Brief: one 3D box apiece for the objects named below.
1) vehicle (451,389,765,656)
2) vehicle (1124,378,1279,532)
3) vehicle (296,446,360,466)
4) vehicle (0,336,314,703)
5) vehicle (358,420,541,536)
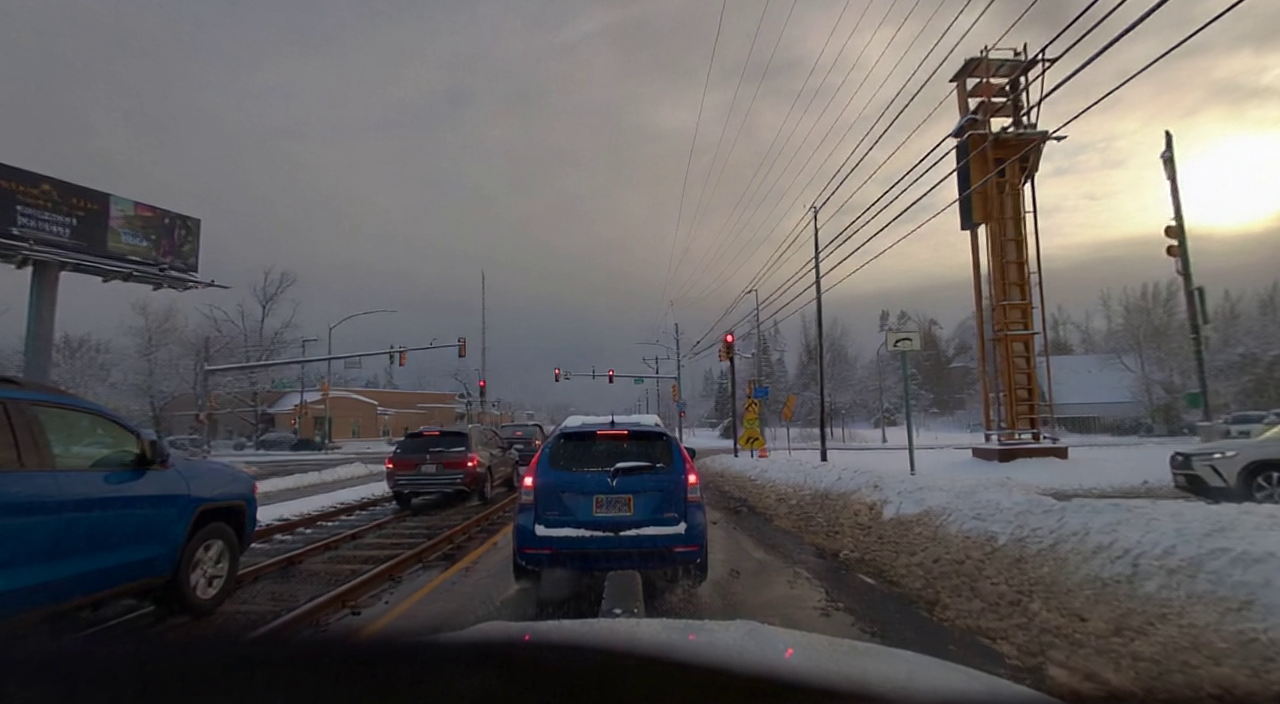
[{"bbox_3d":[-0.210,1.376,5.997,2.025,1.723,3.644,0,-9,0],"label":"vehicle"},{"bbox_3d":[9.609,1.317,8.190,5.060,1.702,2.033,1,-9,-4],"label":"vehicle"},{"bbox_3d":[-24.205,8.069,49.087,4.357,1.444,1.842,-3,-9,19],"label":"vehicle"},{"bbox_3d":[-3.927,0.864,2.981,2.052,1.814,5.184,0,-9,-1],"label":"vehicle"},{"bbox_3d":[-3.147,2.184,11.508,1.988,1.678,4.317,0,-9,0],"label":"vehicle"}]
